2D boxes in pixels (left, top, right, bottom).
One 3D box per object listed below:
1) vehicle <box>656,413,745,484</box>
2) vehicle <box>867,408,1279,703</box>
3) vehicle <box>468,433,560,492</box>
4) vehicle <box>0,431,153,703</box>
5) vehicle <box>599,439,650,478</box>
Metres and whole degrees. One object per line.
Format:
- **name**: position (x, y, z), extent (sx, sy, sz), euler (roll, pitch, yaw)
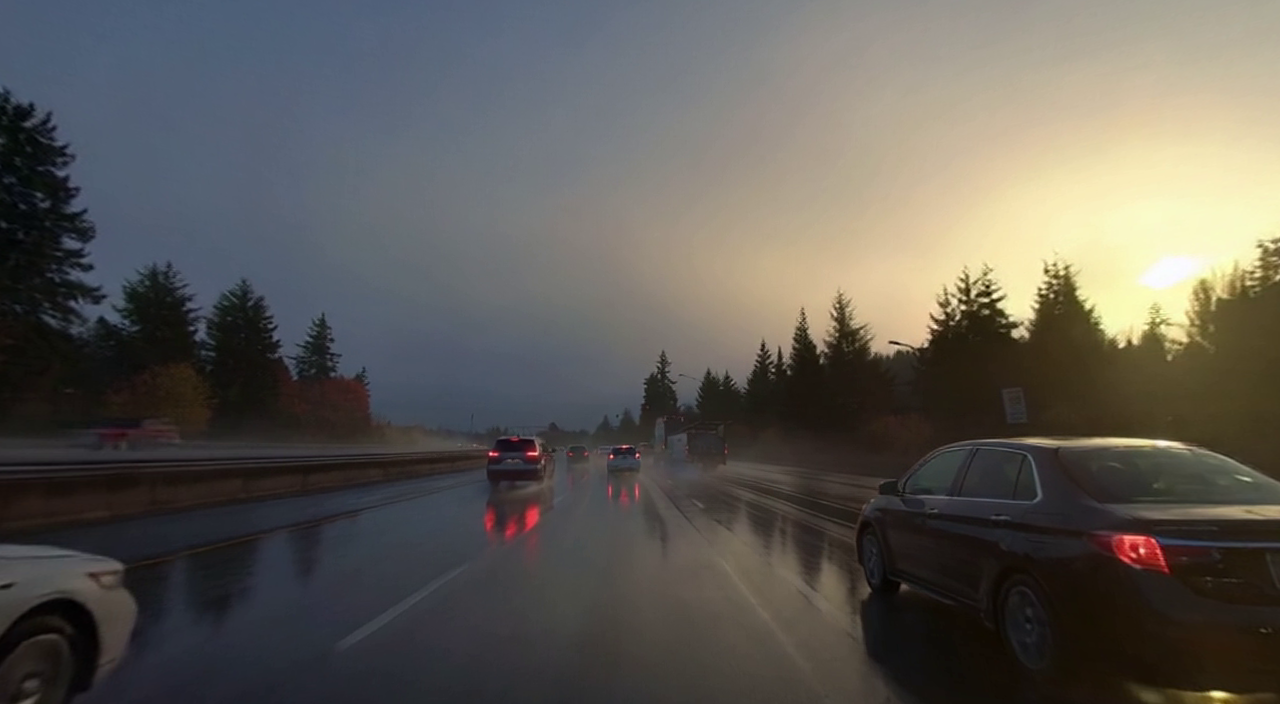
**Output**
- **vehicle**: position (2.970, 5.382, 35.393), extent (3.426, 3.279, 12.313), euler (0, -9, -2)
- **vehicle**: position (3.069, 1.159, 3.443), extent (2.031, 1.504, 4.327), euler (0, -9, 0)
- **vehicle**: position (-4.180, 3.747, 21.780), extent (2.176, 1.783, 4.799), euler (0, -9, 0)
- **vehicle**: position (-4.105, 0.905, 1.790), extent (1.947, 1.424, 4.264), euler (0, -9, 1)
- **vehicle**: position (-0.713, 5.006, 29.694), extent (2.235, 1.682, 4.094), euler (0, -9, -1)
